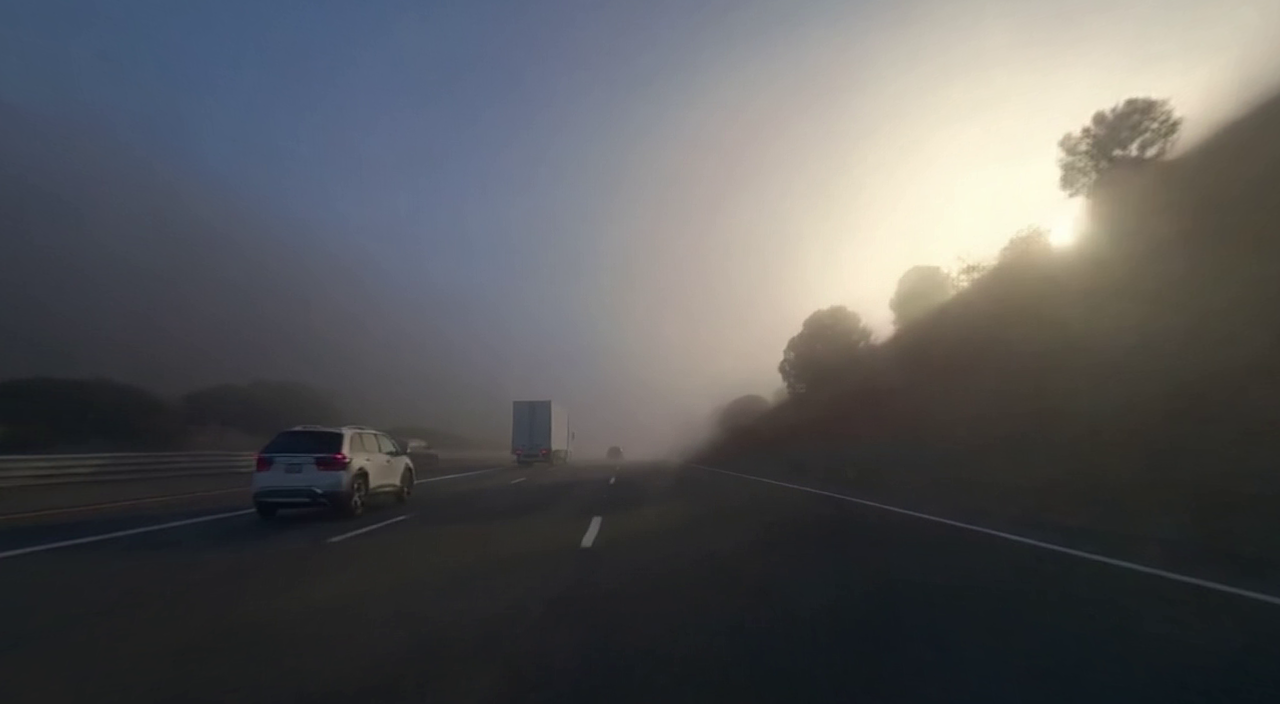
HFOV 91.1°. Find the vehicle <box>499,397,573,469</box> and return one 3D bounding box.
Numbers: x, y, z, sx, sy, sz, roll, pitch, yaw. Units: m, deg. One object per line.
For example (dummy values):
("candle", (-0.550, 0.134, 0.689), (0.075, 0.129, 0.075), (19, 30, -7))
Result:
("vehicle", (-6.286, 5.233, 39.943), (2.981, 3.860, 11.022), (1, -8, -1))

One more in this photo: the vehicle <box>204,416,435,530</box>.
("vehicle", (-5.684, 2.199, 11.971), (2.099, 1.734, 4.413), (1, -8, -1))
